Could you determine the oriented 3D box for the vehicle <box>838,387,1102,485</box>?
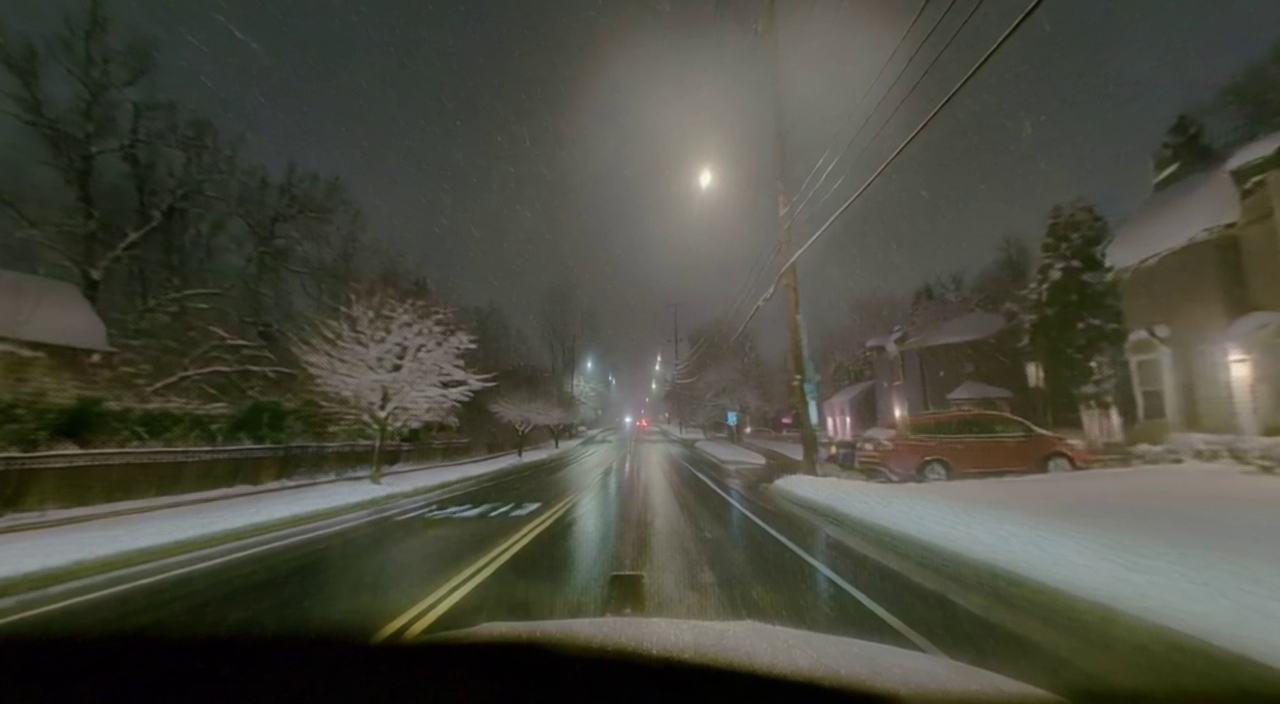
[{"bbox_3d":[9.249,2.420,18.158,6.133,2.254,2.383,-3,-8,-2],"label":"vehicle"}]
